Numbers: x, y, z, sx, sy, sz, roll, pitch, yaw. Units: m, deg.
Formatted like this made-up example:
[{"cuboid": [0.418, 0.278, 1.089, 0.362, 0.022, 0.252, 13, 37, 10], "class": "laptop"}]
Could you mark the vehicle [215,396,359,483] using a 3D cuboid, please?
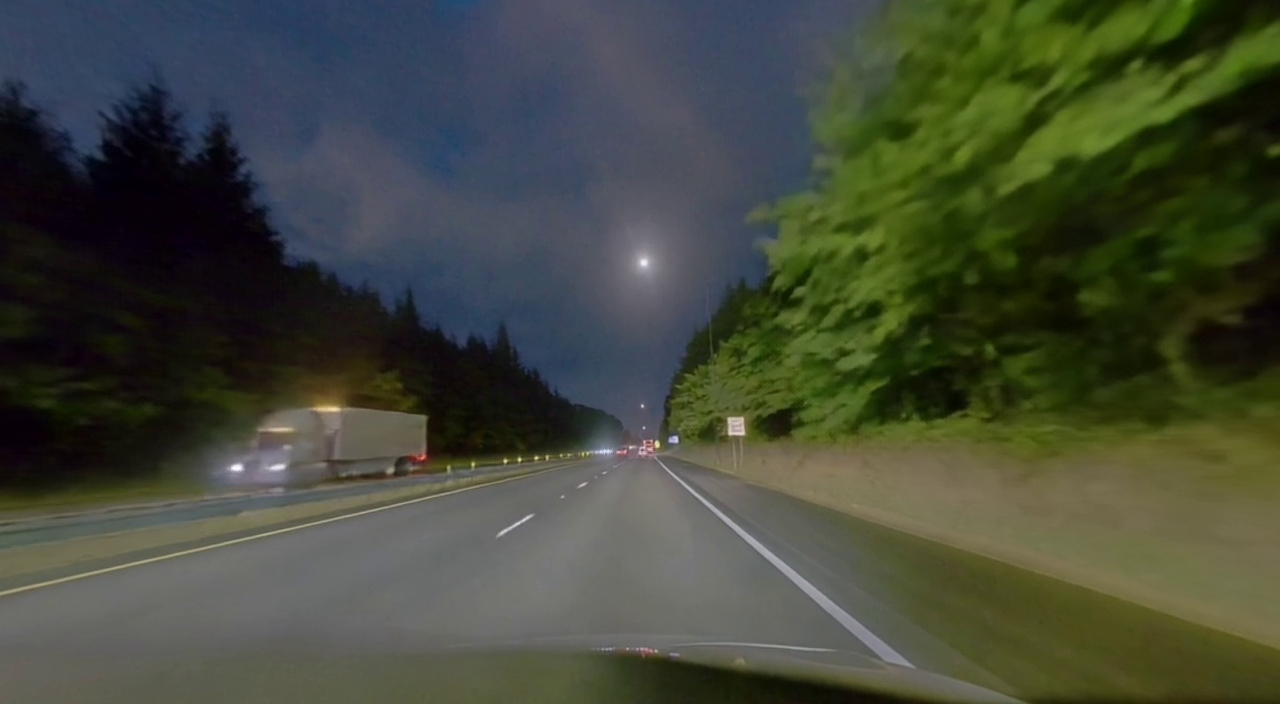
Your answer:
[{"cuboid": [-16.377, 4.194, 29.856, 3.278, 3.709, 5.811, 0, -9, 0], "class": "vehicle"}]
